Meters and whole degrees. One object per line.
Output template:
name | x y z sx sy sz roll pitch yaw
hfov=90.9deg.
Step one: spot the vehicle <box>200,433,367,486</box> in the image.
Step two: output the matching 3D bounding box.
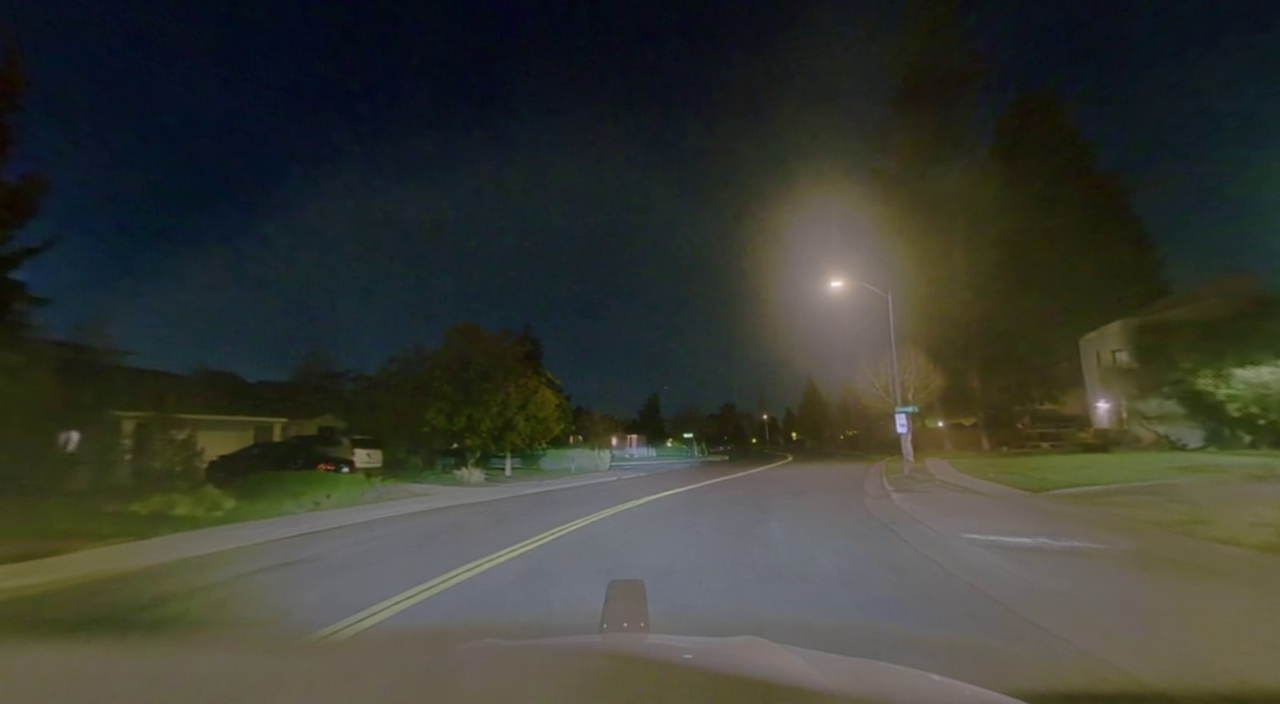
vehicle | -11.989 3.648 21.587 4.485 1.663 2.111 2 -9 -15
